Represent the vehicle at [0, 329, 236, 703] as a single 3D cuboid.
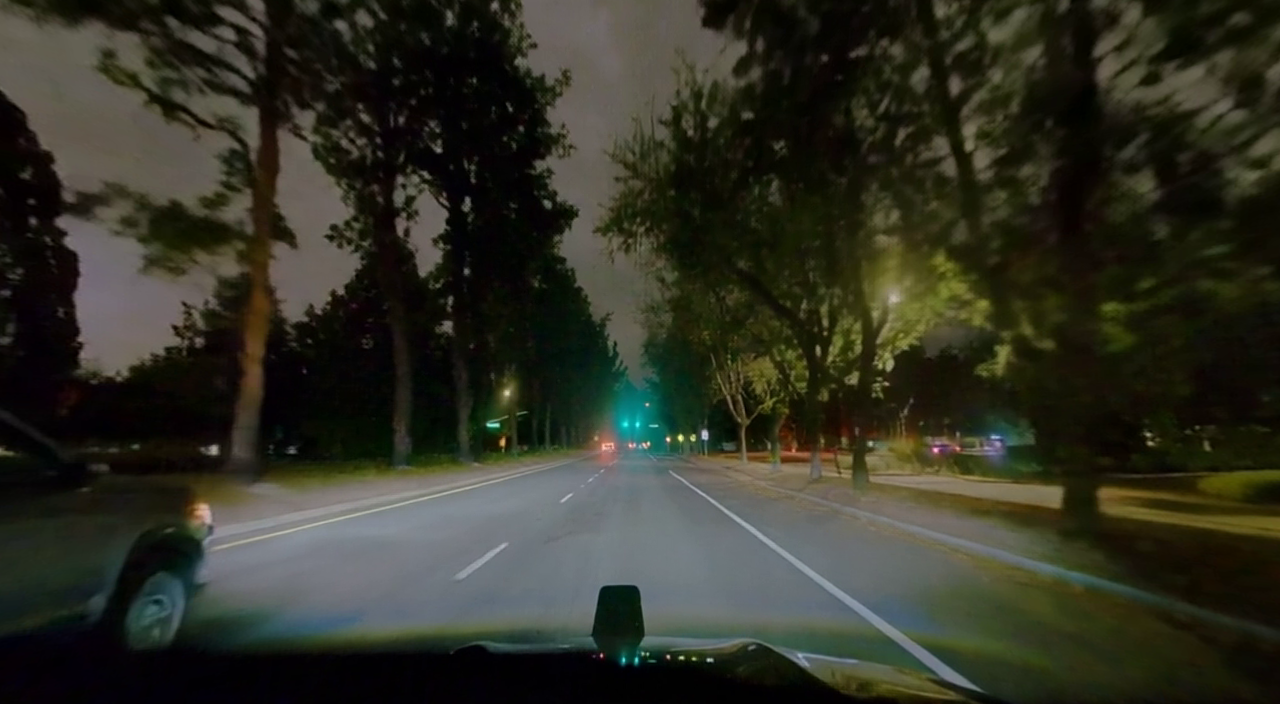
[{"bbox_3d":[-3.611,0.721,2.035,2.018,1.769,3.897,0,-8,-1],"label":"vehicle"}]
